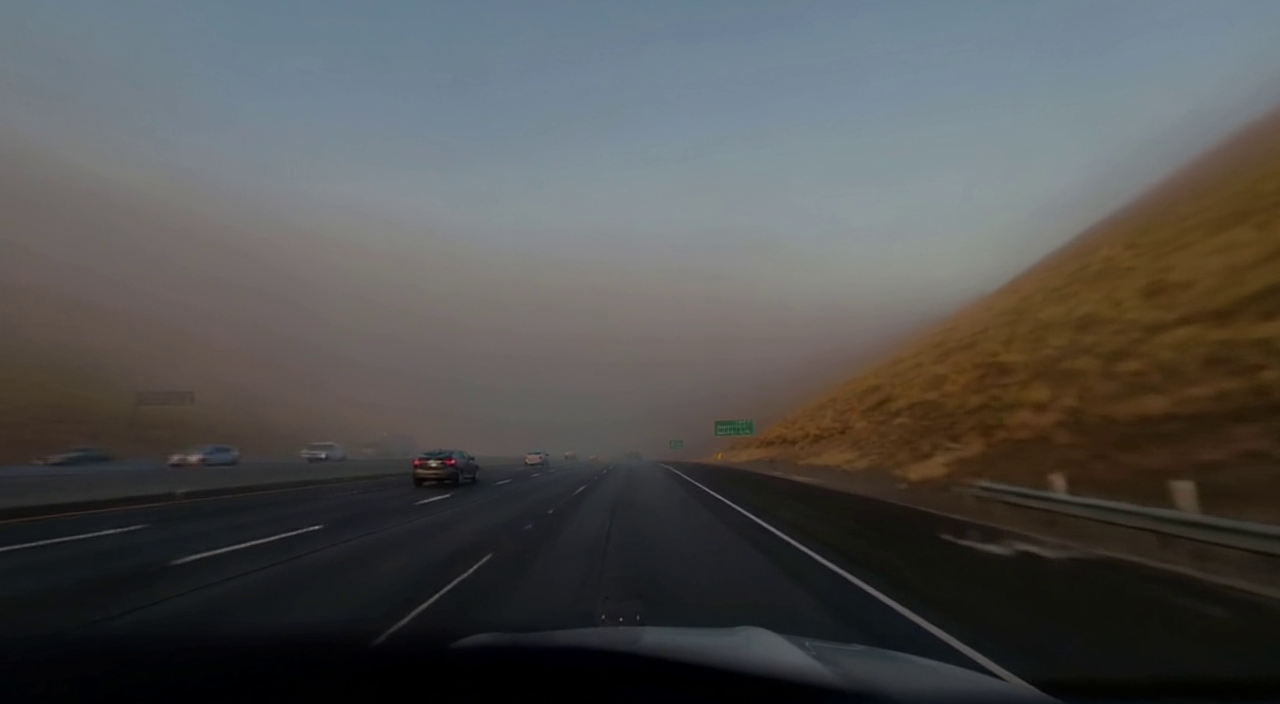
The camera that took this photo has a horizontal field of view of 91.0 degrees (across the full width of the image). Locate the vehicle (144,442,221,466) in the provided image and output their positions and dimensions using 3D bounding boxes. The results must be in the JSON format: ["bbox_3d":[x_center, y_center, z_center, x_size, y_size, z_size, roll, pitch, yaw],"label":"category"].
[{"bbox_3d":[-31.759,7.094,43.918,2.159,1.528,4.396,0,-9,-2],"label":"vehicle"}]

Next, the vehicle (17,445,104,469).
[{"bbox_3d":[-39.205,7.117,42.764,1.851,1.509,4.345,0,-9,-2],"label":"vehicle"}]

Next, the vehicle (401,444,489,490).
[{"bbox_3d":[-7.403,4.394,24.427,2.045,1.624,4.338,0,-9,0],"label":"vehicle"}]
